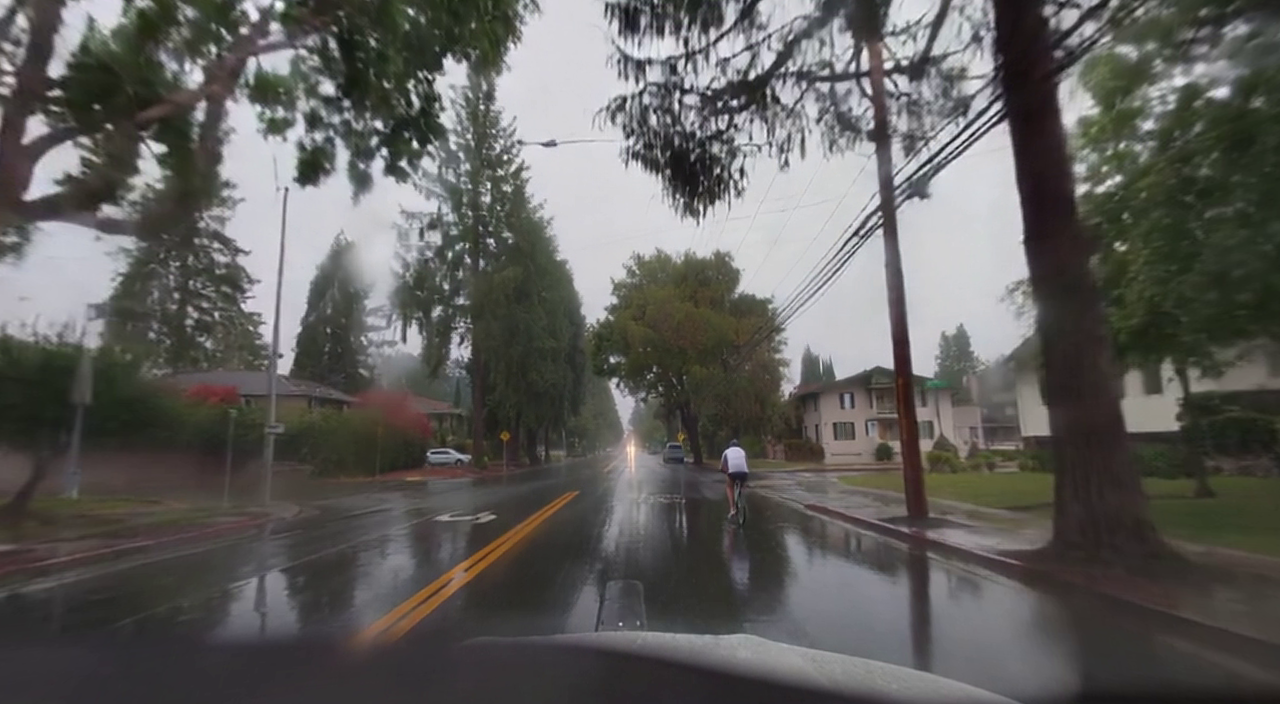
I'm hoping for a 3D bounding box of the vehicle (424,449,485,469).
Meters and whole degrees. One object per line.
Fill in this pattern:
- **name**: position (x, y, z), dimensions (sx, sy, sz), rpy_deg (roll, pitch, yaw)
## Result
- **vehicle**: position (-14.334, 8.279, 48.933), dimensions (4.143, 1.480, 1.755), rpy_deg (0, -9, -2)
